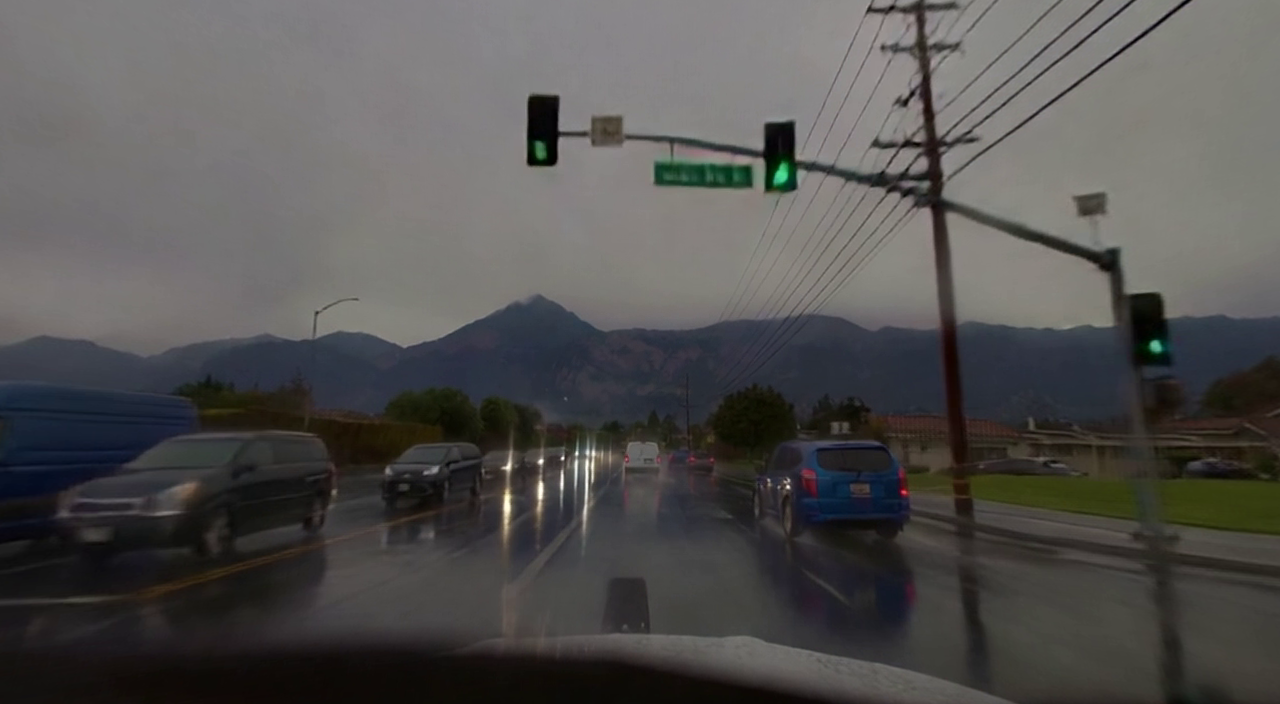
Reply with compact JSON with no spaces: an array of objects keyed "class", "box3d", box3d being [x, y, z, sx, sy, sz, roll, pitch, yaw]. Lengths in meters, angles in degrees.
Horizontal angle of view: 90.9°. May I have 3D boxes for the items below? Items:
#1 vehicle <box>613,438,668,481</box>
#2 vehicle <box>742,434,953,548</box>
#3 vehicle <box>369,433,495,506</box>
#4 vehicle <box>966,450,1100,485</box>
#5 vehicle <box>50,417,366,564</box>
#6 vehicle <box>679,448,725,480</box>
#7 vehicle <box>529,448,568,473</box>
[{"class":"vehicle","box3d":[-0.007,5.482,32.375,2.636,2.011,5.130,0,-8,-1]},{"class":"vehicle","box3d":[3.454,2.404,11.718,2.155,1.658,4.721,0,-9,-2]},{"class":"vehicle","box3d":[-6.142,3.523,19.472,1.993,1.884,5.481,0,-9,0]},{"class":"vehicle","box3d":[17.373,5.100,28.040,4.656,1.461,1.955,0,-9,0]},{"class":"vehicle","box3d":[-6.347,2.055,10.105,1.983,1.801,4.391,0,-8,-1]},{"class":"vehicle","box3d":[3.327,6.099,34.700,1.957,1.646,4.355,0,-9,-1]},{"class":"vehicle","box3d":[-6.408,7.660,44.690,2.095,1.695,4.431,0,-9,0]}]
